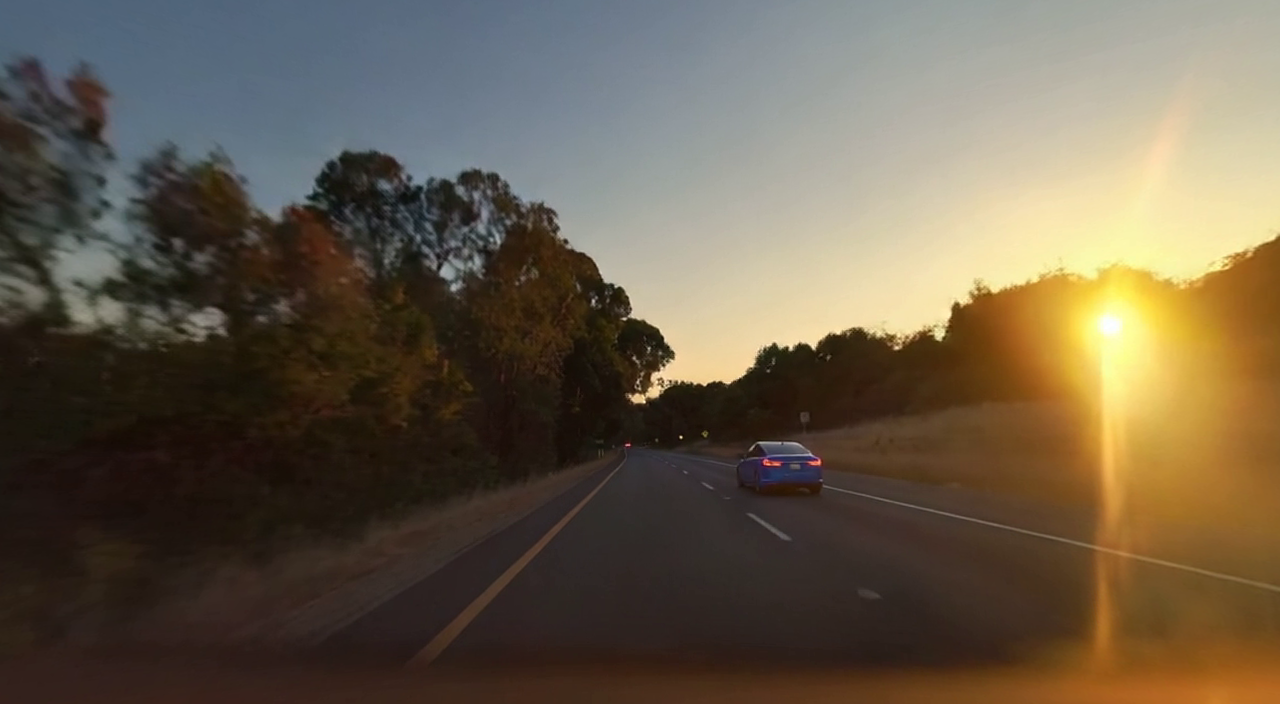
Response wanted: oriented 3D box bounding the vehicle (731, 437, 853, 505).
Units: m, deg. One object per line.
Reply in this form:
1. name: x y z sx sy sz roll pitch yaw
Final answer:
1. vehicle: 3.667 2.956 16.164 2.003 1.466 4.441 -1 -8 0
